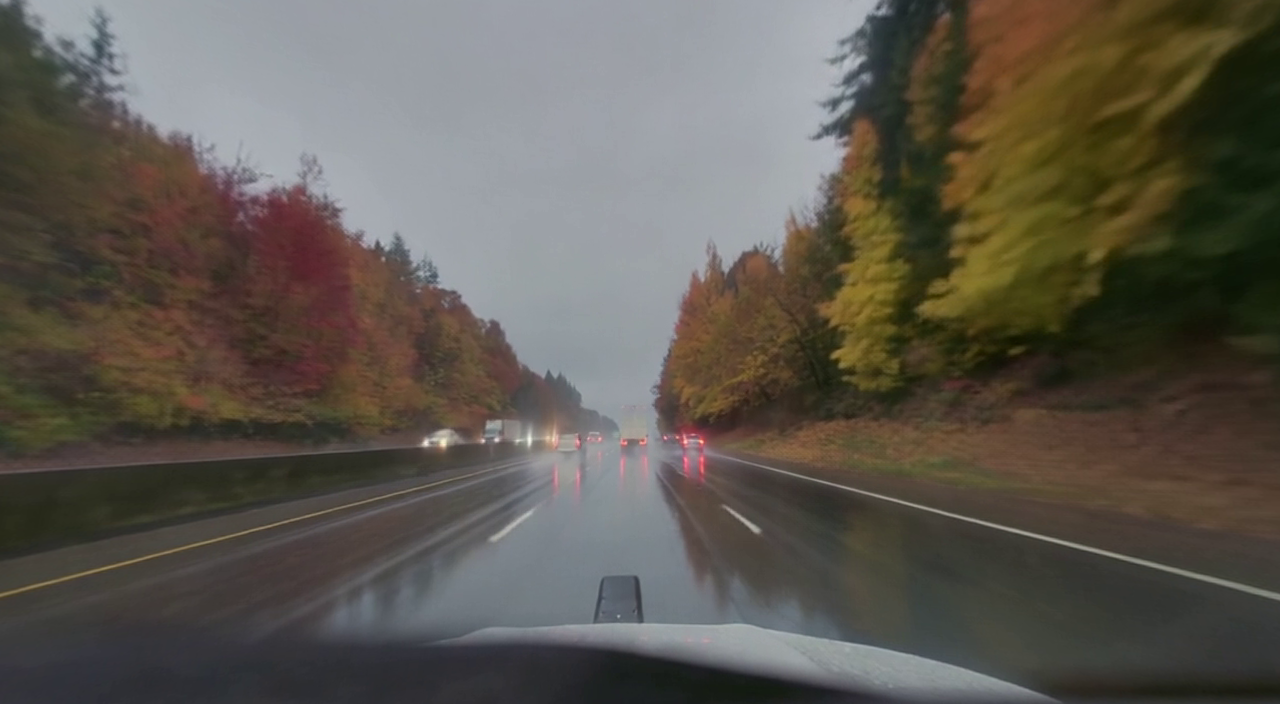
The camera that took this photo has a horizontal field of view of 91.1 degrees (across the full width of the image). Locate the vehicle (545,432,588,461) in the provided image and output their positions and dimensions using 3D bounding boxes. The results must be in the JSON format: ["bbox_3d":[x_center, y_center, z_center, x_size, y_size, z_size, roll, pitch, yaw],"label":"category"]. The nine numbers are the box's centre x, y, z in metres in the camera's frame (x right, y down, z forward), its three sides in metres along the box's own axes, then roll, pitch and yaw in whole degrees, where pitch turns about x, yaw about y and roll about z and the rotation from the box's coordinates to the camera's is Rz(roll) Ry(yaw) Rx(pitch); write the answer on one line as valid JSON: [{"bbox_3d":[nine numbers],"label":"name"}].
[{"bbox_3d":[-4.032,5.274,35.130,2.027,1.501,3.920,0,-8,-1],"label":"vehicle"}]

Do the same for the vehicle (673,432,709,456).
[{"bbox_3d":[3.410,6.249,42.740,1.882,1.492,3.958,0,-8,-3],"label":"vehicle"}]
